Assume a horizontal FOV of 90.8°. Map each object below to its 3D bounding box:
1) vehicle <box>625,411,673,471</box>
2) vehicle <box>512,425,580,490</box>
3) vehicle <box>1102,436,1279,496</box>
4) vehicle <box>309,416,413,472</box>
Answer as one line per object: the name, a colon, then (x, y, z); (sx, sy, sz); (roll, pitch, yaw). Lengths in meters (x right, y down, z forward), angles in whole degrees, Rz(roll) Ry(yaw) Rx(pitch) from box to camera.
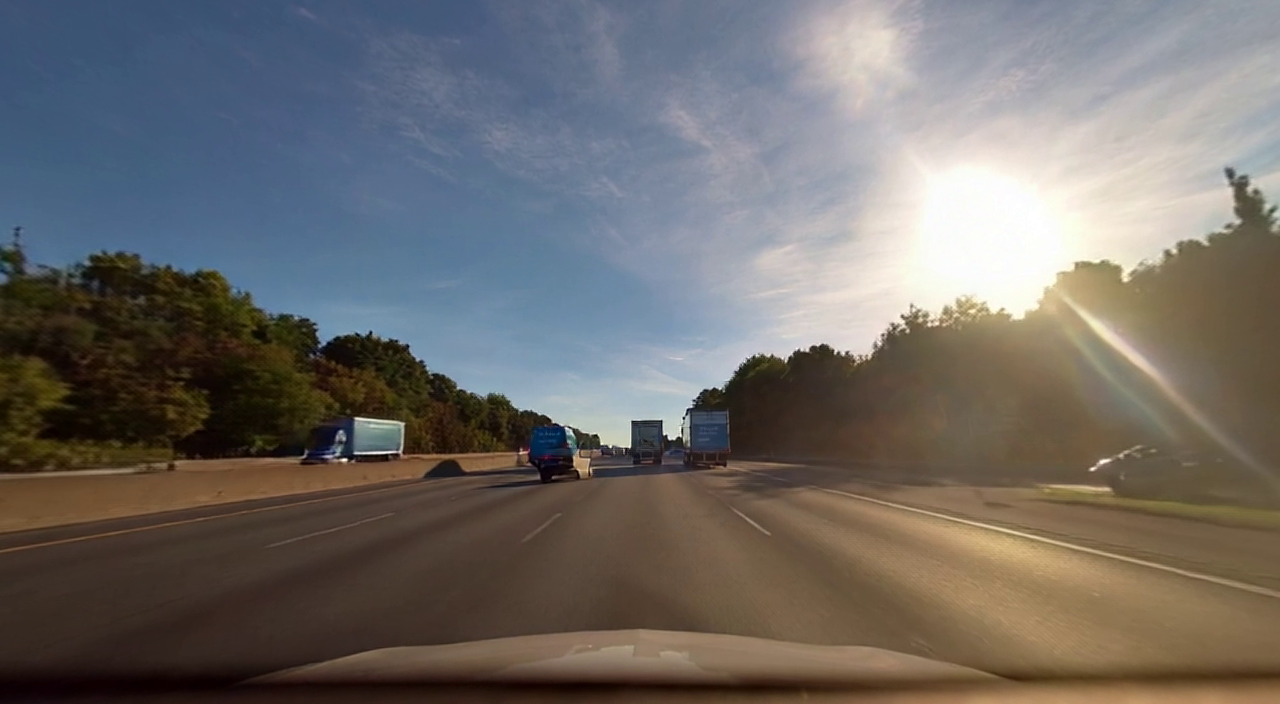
vehicle: (0.541, 6.861, 48.114); (3.201, 4.019, 10.918); (0, -9, -1)
vehicle: (-3.426, 3.921, 23.692); (2.033, 2.234, 3.490); (0, -9, 0)
vehicle: (17.966, 3.595, 20.202); (2.108, 1.659, 4.515); (4, -10, -27)
vehicle: (-20.281, 6.850, 46.774); (3.281, 3.717, 9.377); (0, -9, 1)
